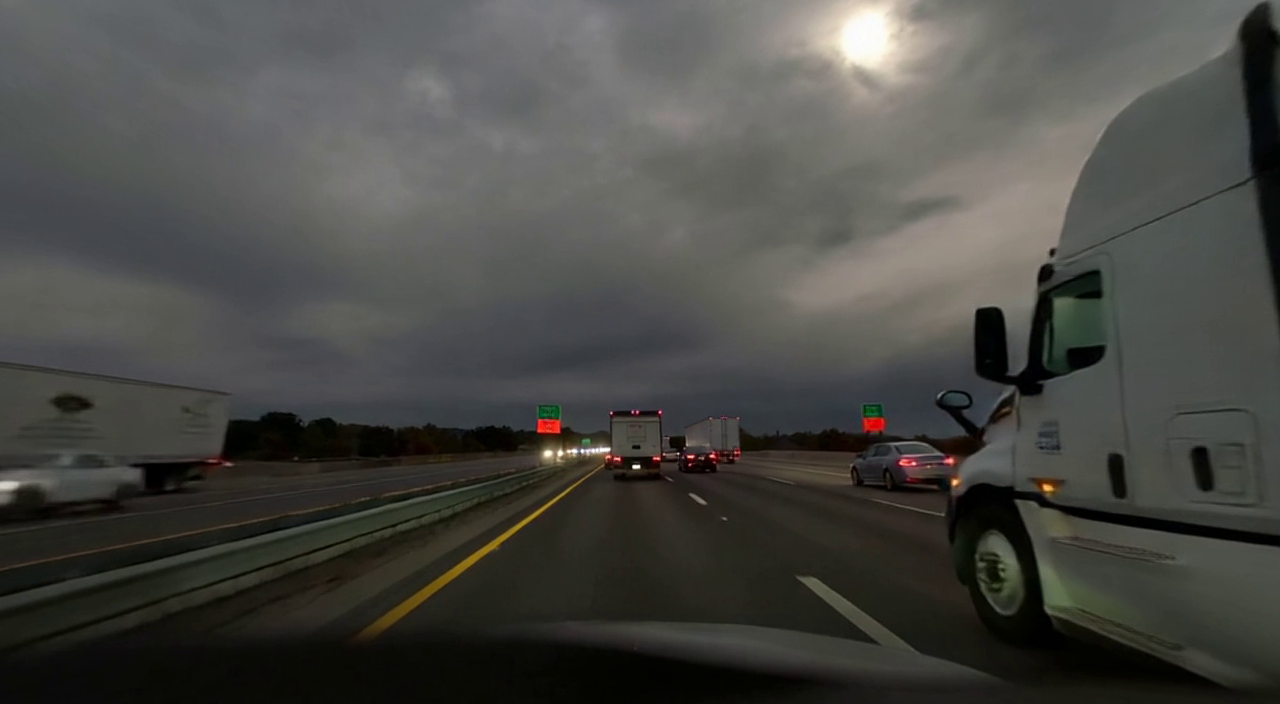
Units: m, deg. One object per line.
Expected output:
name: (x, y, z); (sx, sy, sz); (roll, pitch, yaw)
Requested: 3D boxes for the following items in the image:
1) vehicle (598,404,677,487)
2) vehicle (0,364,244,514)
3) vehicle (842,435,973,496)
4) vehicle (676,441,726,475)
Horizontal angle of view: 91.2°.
vehicle: (0.076, 3.583, 24.053); (2.506, 2.743, 6.093); (-1, -9, 5)
vehicle: (-17.859, 3.007, 21.460); (2.923, 4.093, 8.576); (0, -9, -1)
vehicle: (7.475, 3.210, 17.987); (1.988, 1.534, 3.763); (0, -9, -1)
vehicle: (3.122, 5.541, 32.997); (2.127, 1.642, 3.899); (0, -9, -1)
